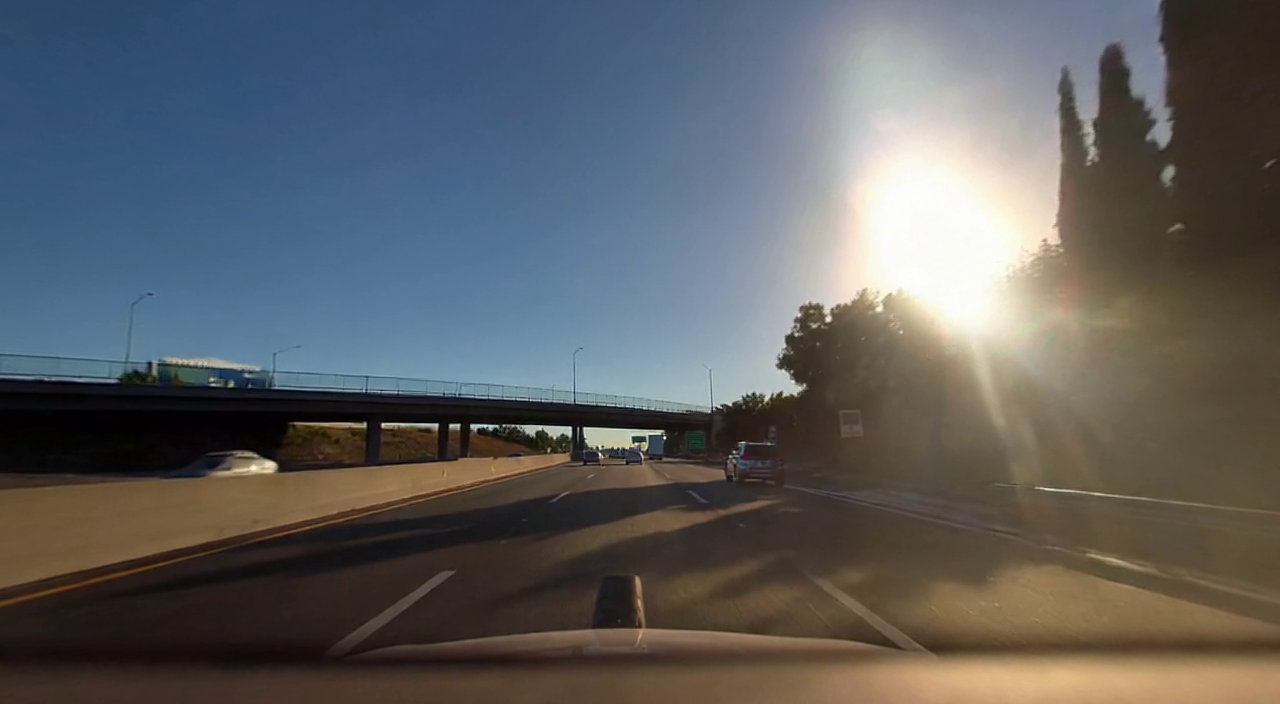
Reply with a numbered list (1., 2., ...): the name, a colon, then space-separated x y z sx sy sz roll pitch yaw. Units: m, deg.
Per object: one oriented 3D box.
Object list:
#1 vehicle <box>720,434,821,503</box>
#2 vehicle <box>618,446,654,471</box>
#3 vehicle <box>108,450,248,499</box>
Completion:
1. vehicle: 3.501 3.220 17.717 2.143 1.667 4.221 -1 -9 3
2. vehicle: -0.235 7.157 42.213 1.969 1.595 3.964 -2 -9 6
3. vehicle: -17.475 4.618 24.064 1.989 1.664 4.719 0 -9 -3
